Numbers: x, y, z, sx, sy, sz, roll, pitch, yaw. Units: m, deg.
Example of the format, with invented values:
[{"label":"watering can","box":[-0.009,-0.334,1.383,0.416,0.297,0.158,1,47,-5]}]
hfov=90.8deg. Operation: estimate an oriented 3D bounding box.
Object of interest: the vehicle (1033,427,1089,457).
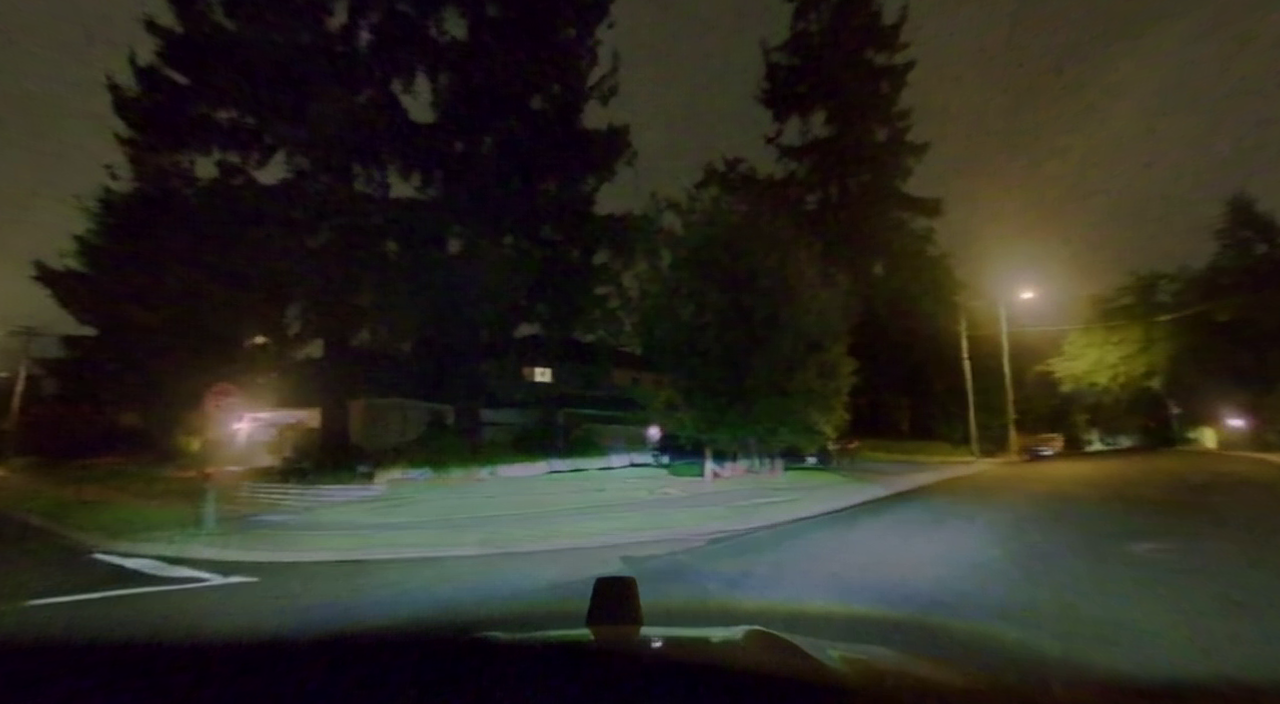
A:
[{"label":"vehicle","box":[26.566,5.668,39.817,2.319,1.758,4.545,-7,-11,39]}]

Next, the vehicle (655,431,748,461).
[{"label":"vehicle","box":[3.147,4.896,32.866,4.531,1.470,1.855,-7,-11,39]}]

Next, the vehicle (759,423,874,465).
[{"label":"vehicle","box":[7.934,4.183,28.640,4.559,1.745,1.918,-6,-10,36]}]
